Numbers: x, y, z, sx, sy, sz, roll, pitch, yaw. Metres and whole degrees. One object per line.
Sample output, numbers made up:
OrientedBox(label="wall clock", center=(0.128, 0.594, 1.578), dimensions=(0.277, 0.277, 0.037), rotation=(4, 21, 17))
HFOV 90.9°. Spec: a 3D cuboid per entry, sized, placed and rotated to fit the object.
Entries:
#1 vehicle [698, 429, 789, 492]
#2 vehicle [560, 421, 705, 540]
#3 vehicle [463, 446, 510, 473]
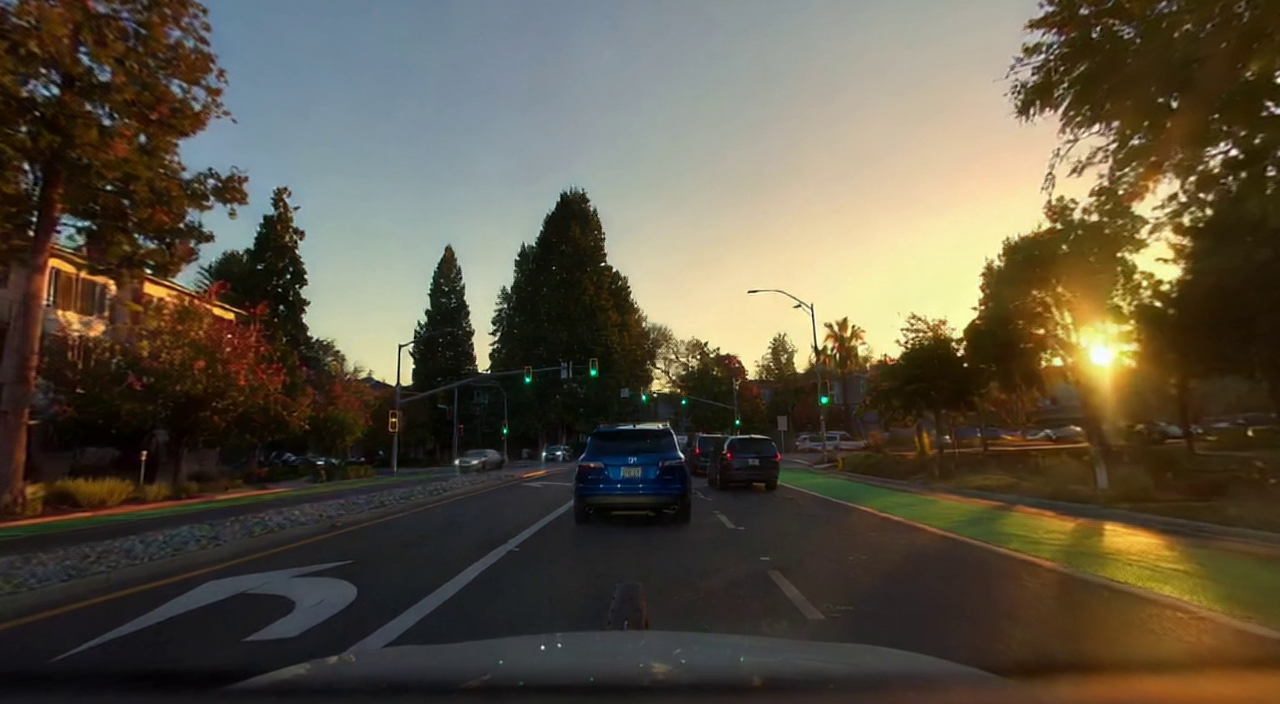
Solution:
OrientedBox(label="vehicle", center=(3.201, 3.475, 20.569), dimensions=(2.189, 1.815, 4.495), rotation=(0, -8, 0))
OrientedBox(label="vehicle", center=(-0.091, 2.182, 11.272), dimensions=(2.109, 1.730, 3.963), rotation=(0, -8, 0))
OrientedBox(label="vehicle", center=(-10.019, 7.004, 41.474), dimensions=(1.886, 1.666, 4.575), rotation=(0, -8, 1))
